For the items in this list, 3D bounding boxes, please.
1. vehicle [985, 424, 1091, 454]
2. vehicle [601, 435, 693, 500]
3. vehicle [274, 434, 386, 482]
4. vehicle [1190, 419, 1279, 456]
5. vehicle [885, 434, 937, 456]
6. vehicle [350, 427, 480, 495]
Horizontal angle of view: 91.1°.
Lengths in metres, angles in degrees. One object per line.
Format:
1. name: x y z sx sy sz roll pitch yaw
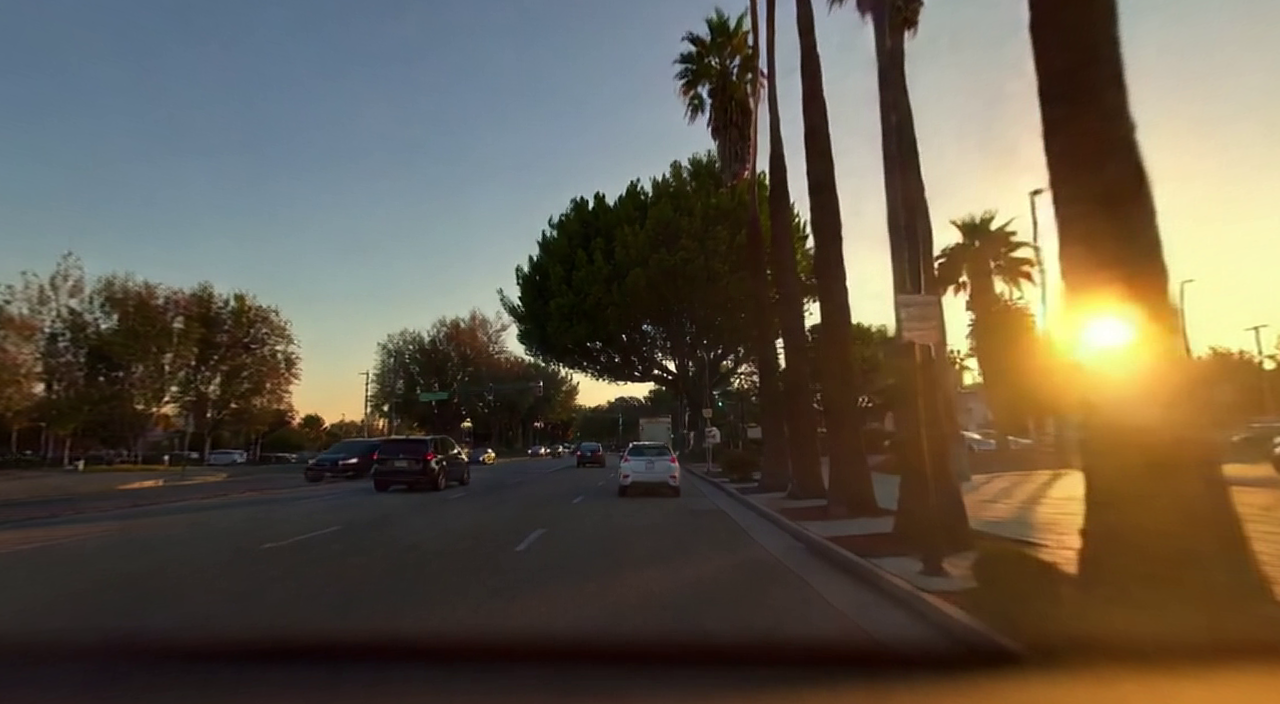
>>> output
1. vehicle: 26.413 5.762 41.688 5.769 1.925 2.364 1 -8 -11
2. vehicle: 0.192 3.026 16.912 2.145 1.483 4.453 0 -8 1
3. vehicle: -13.084 4.487 26.980 2.128 1.818 5.441 0 -8 -1
4. vehicle: 29.219 4.056 29.687 4.445 1.664 1.878 0 -9 3
5. vehicle: 20.242 6.942 46.837 1.952 1.501 4.471 -8 -12 44
6. vehicle: -6.316 3.113 18.254 2.057 1.705 4.394 0 -8 1
